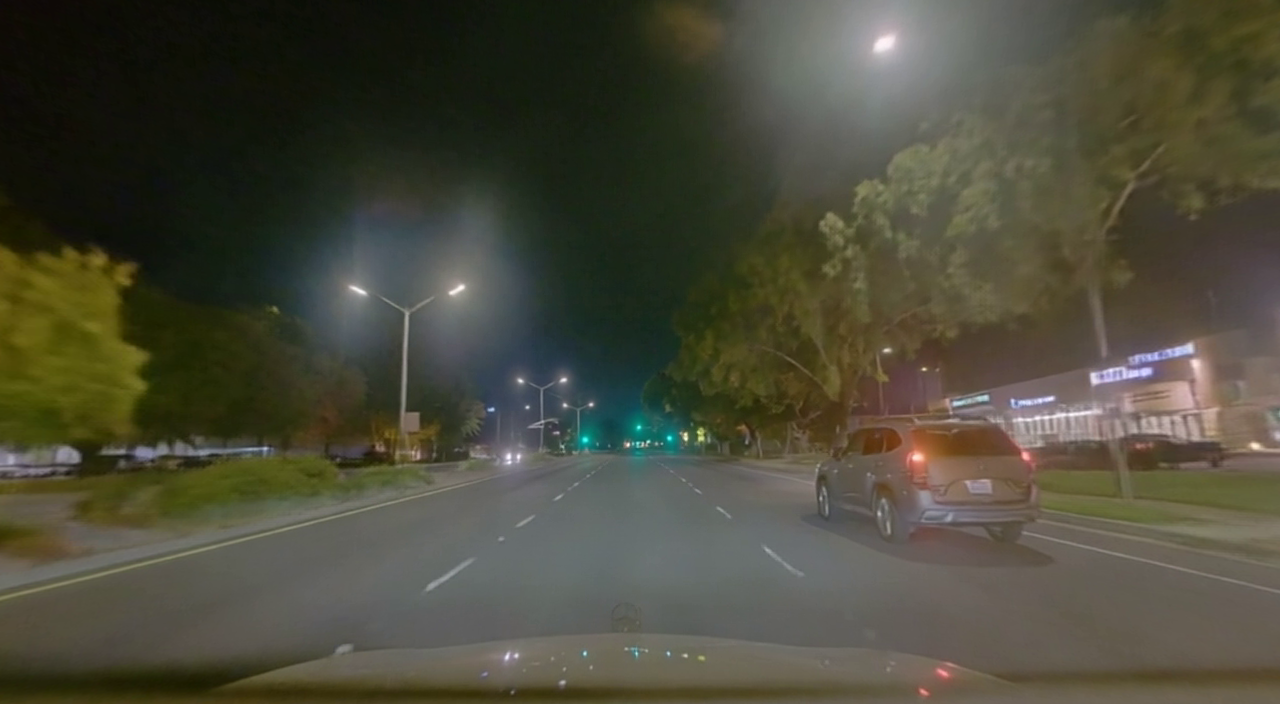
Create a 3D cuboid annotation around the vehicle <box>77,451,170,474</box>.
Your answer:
[{"bbox_3d":[-33.094,7.097,40.555,4.463,1.411,1.779,0,-8,2],"label":"vehicle"}]

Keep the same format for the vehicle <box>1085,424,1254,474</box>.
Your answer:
[{"bbox_3d":[20.511,3.753,24.650,1.929,1.748,4.717,8,-11,-43],"label":"vehicle"}]

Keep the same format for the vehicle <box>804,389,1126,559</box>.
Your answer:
[{"bbox_3d":[4.462,1.793,9.978,2.185,1.956,5.128,0,-8,-2],"label":"vehicle"}]
